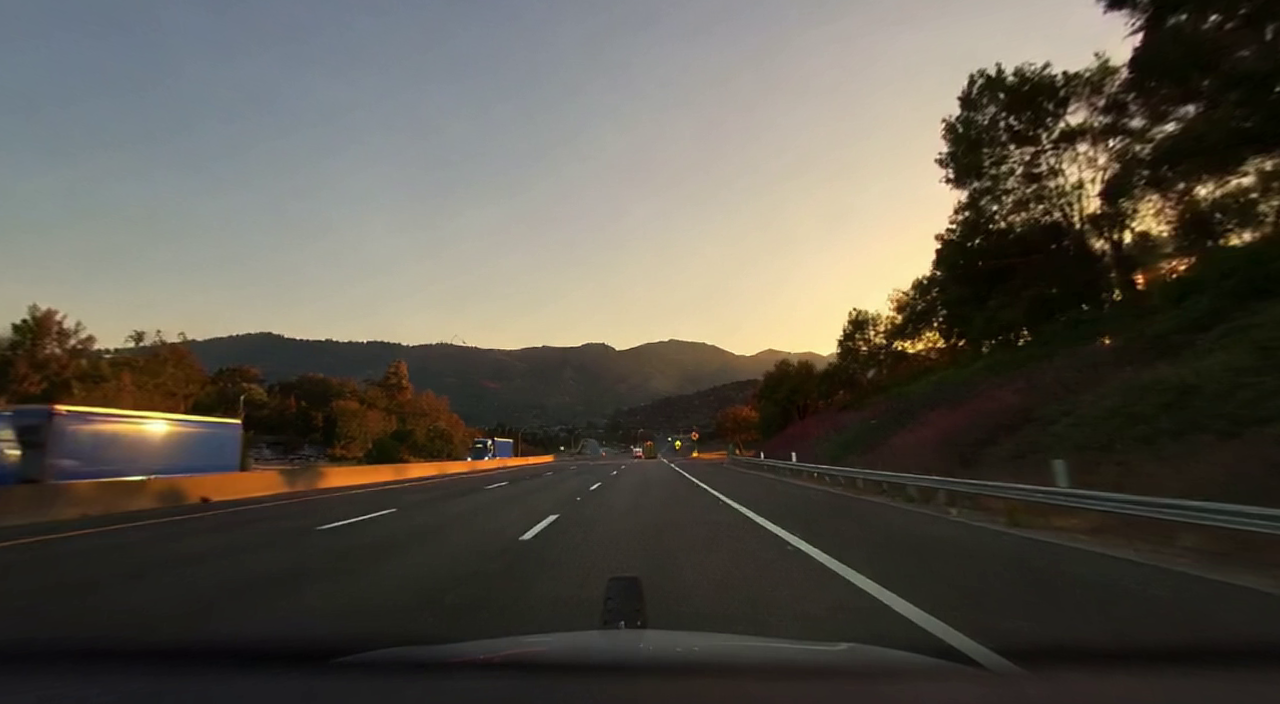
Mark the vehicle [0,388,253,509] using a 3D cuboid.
[{"bbox_3d":[-23.213,4.316,27.914,2.910,4.044,14.275,0,-9,1],"label":"vehicle"}]
